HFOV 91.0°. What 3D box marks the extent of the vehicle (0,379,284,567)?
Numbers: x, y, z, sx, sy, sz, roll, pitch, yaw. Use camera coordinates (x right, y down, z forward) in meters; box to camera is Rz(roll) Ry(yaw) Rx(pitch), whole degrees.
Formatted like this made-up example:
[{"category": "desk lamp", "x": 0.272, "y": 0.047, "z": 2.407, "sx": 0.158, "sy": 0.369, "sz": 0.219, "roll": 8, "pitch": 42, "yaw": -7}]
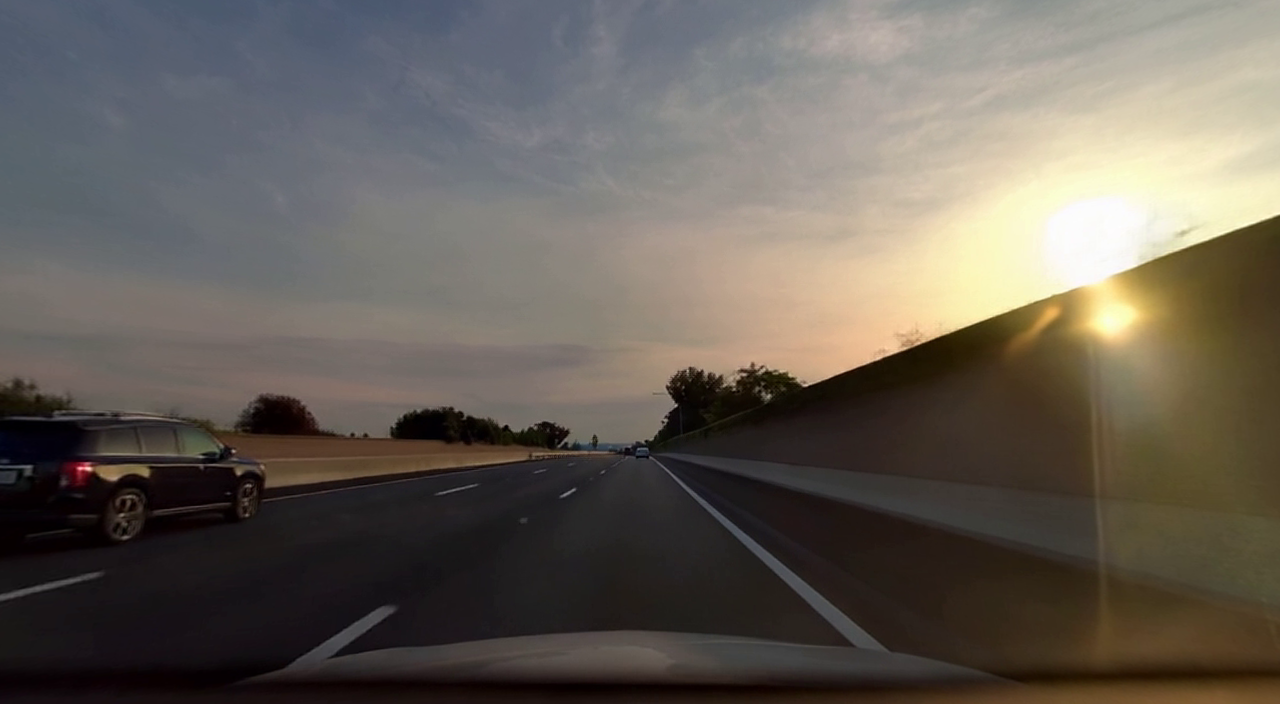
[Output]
[{"category": "vehicle", "x": -7.670, "y": 1.616, "z": 9.031, "sx": 2.163, "sy": 1.947, "sz": 4.959, "roll": 0, "pitch": -9, "yaw": 0}]
